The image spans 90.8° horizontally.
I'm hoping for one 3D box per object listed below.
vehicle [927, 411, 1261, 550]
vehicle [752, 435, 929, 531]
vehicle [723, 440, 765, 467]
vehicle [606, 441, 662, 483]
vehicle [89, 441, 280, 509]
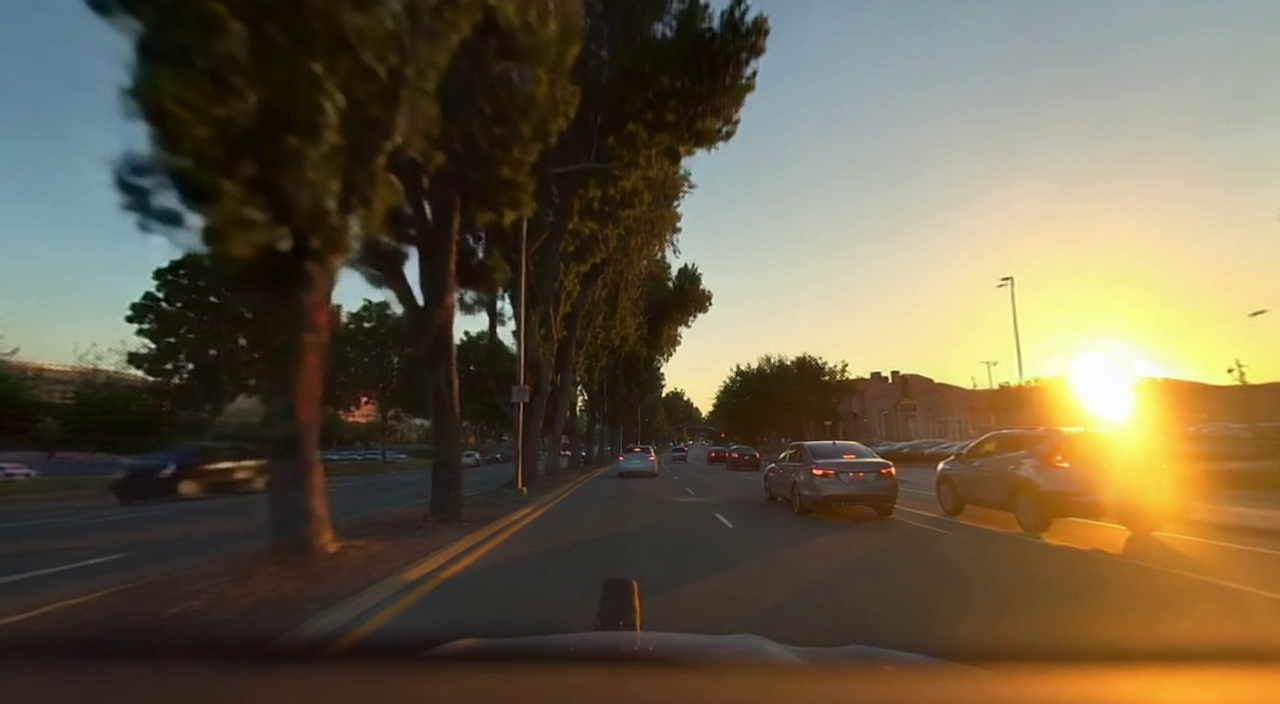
[{"bbox_3d":[7.038,2.030,10.667,2.134,1.810,4.590,0,-9,-1],"label":"vehicle"},{"bbox_3d":[3.481,2.341,11.911,1.858,1.466,4.230,0,-9,-1],"label":"vehicle"},{"bbox_3d":[7.200,7.054,44.051,2.068,1.779,4.567,0,-9,-1],"label":"vehicle"},{"bbox_3d":[-0.208,4.192,24.347,1.994,1.479,3.647,0,-9,0],"label":"vehicle"},{"bbox_3d":[-12.607,3.392,17.958,1.973,1.674,4.492,0,-9,2],"label":"vehicle"}]
